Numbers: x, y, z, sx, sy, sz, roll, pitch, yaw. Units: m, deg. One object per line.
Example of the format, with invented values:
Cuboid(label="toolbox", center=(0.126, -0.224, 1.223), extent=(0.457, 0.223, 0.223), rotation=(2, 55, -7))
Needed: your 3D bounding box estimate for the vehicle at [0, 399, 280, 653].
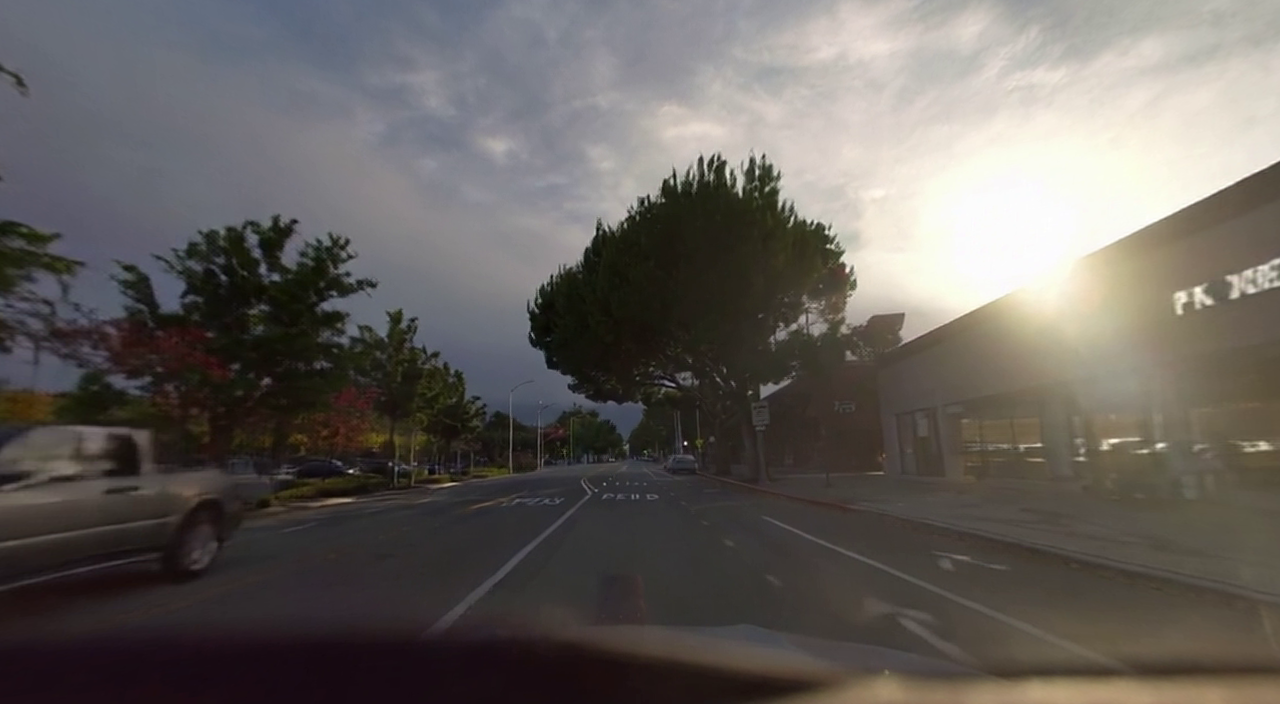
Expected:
Cuboid(label="vehicle", center=(-6.255, 1.541, 6.134), extent=(2.545, 1.943, 5.168), rotation=(0, -9, -2))

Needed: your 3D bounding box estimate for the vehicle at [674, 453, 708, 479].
Cuboid(label="vehicle", center=(3.642, 8.222, 45.738), extent=(1.957, 1.753, 4.413), rotation=(0, -9, -2))
